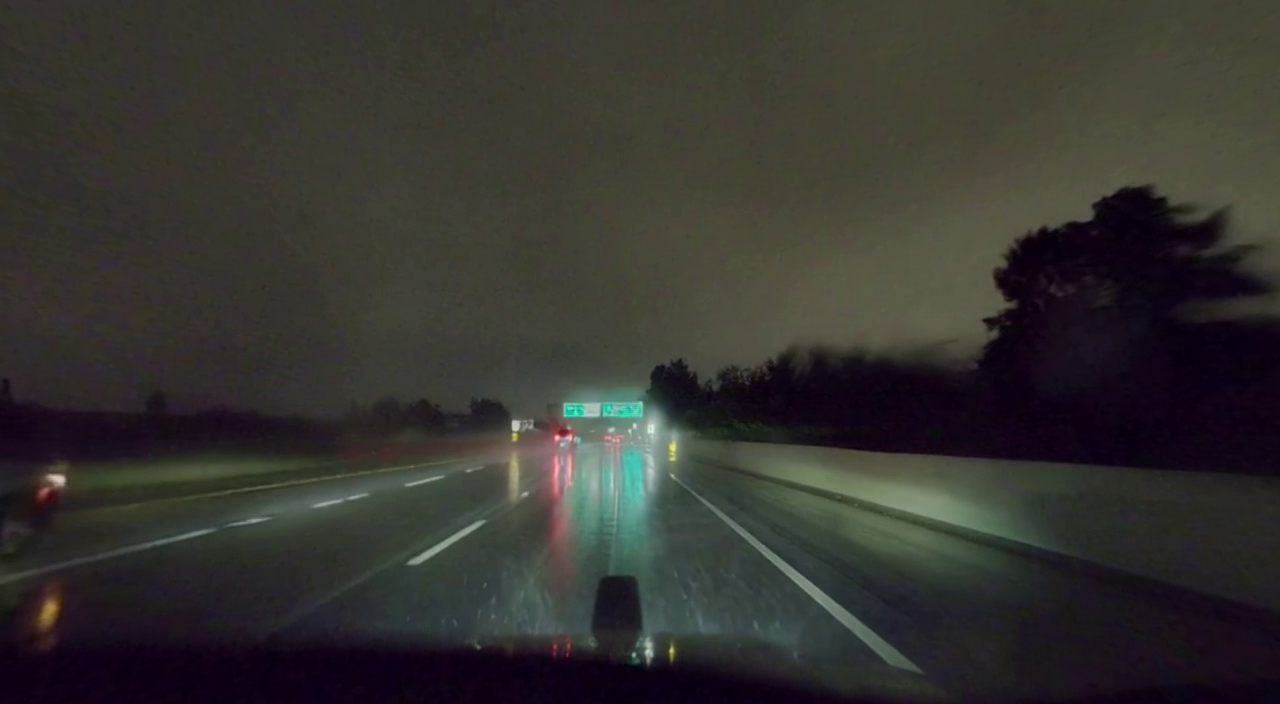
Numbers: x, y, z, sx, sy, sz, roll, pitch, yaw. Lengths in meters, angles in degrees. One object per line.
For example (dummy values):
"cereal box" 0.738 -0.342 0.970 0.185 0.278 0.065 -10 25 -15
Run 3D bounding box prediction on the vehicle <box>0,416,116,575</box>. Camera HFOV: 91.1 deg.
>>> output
"vehicle" -7.527 1.357 5.606 1.985 1.614 4.293 0 -8 0
